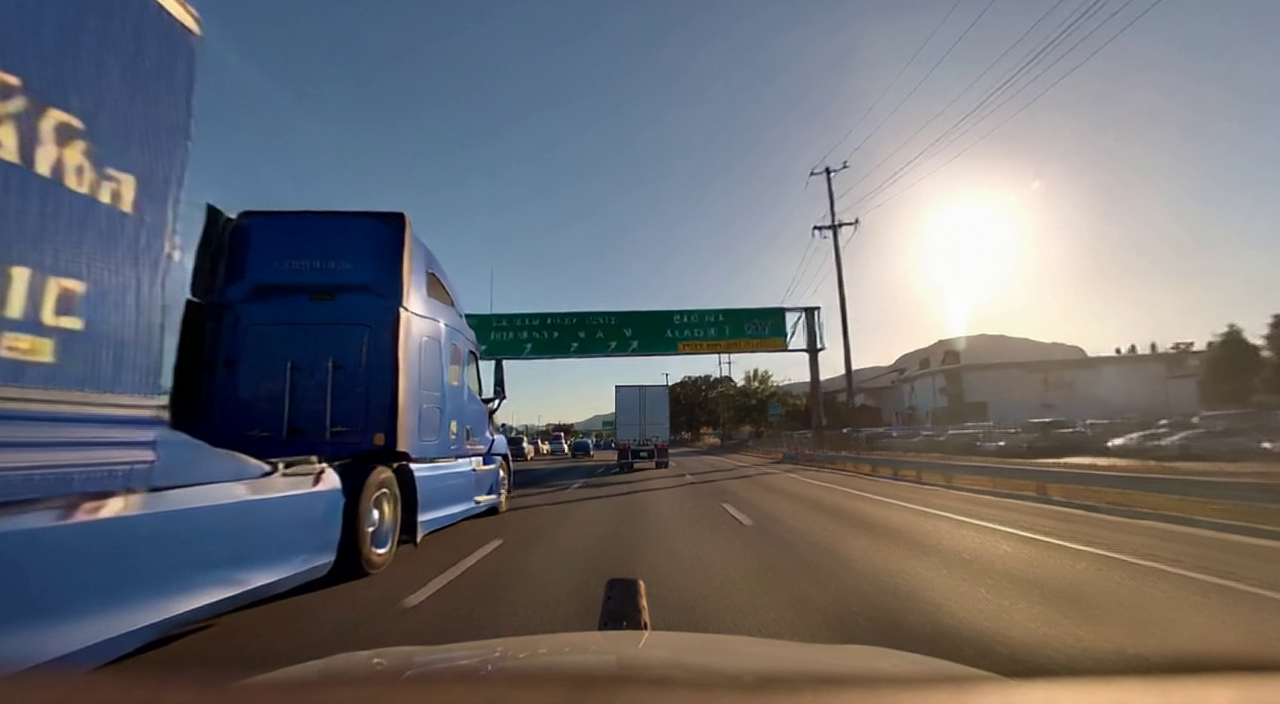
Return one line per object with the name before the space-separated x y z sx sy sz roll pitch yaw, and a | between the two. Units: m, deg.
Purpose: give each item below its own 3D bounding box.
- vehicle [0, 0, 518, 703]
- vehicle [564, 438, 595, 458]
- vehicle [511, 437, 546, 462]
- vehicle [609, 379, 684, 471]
vehicle | -3.891 0.405 7.576 3.061 3.891 8.658 0 -9 0
vehicle | -4.557 7.320 48.062 1.933 1.459 4.478 0 -9 -1
vehicle | -7.163 6.290 40.712 1.736 1.580 2.778 0 -9 0
vehicle | 0.266 3.614 29.922 2.941 3.604 9.851 0 -9 0
